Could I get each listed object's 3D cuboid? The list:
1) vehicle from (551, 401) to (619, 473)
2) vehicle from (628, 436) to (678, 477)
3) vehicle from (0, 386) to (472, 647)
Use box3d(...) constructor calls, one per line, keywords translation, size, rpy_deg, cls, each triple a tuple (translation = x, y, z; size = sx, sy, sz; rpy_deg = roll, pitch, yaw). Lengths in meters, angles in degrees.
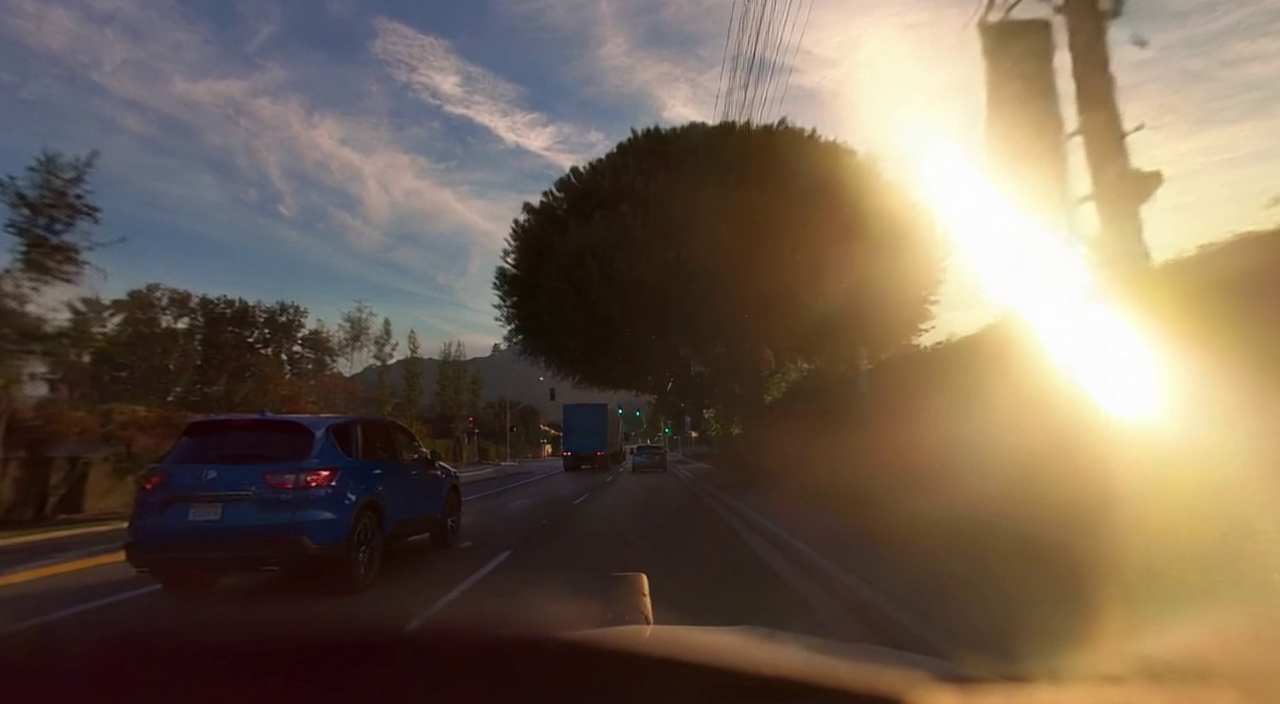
box3d(translation=(-2.991, 5.052, 36.939), size=(2.928, 3.658, 8.980), rpy_deg=(0, -9, 1), cls="vehicle")
box3d(translation=(0.592, 4.885, 29.698), size=(2.174, 1.749, 4.113), rpy_deg=(0, -9, 1), cls="vehicle")
box3d(translation=(-3.566, 1.508, 6.818), size=(2.093, 1.832, 4.508), rpy_deg=(-1, -9, 2), cls="vehicle")
